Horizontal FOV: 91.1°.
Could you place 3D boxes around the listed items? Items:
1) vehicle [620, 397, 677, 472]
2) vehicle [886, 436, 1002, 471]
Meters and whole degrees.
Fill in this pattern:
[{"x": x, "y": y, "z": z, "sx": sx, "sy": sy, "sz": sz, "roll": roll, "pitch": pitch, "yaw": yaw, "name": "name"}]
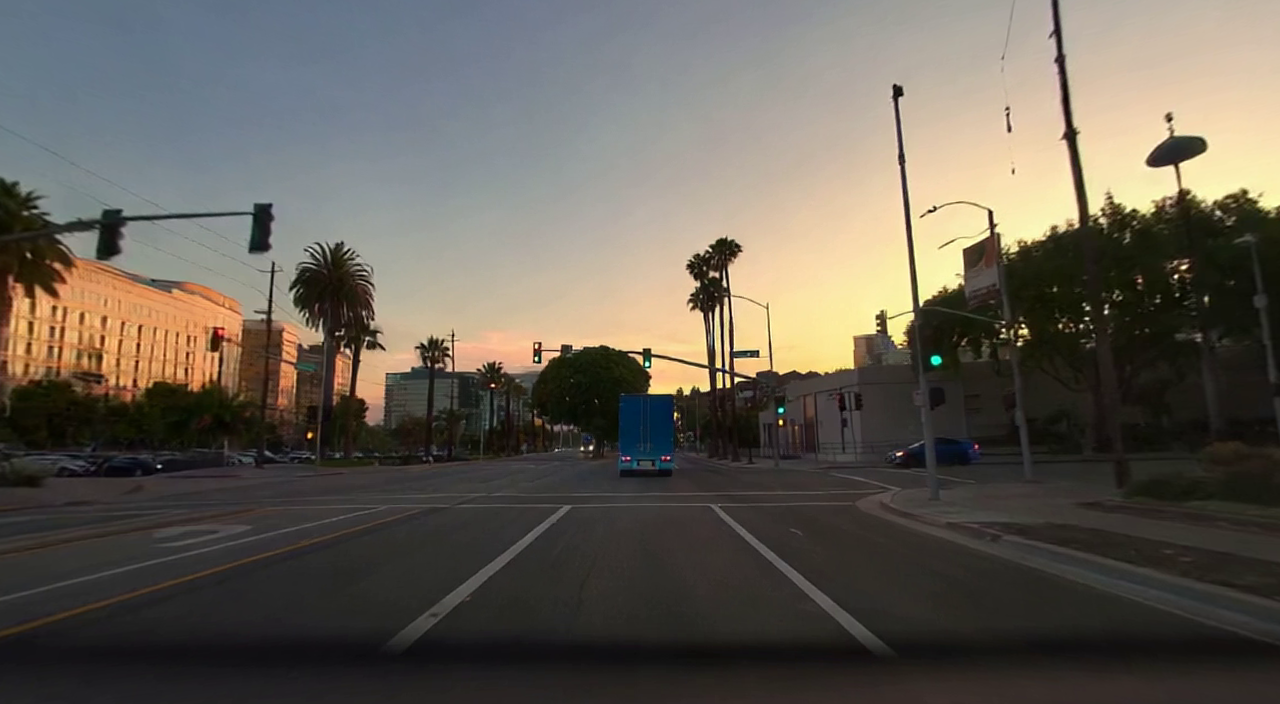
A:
[{"x": 0.274, "y": 5.263, "z": 39.119, "sx": 2.992, "sy": 3.949, "sz": 11.815, "roll": 0, "pitch": -9, "yaw": -2, "name": "vehicle"}, {"x": 13.710, "y": 4.608, "z": 28.531, "sx": 4.270, "sy": 1.520, "sz": 1.931, "roll": 0, "pitch": -9, "yaw": 2, "name": "vehicle"}]
